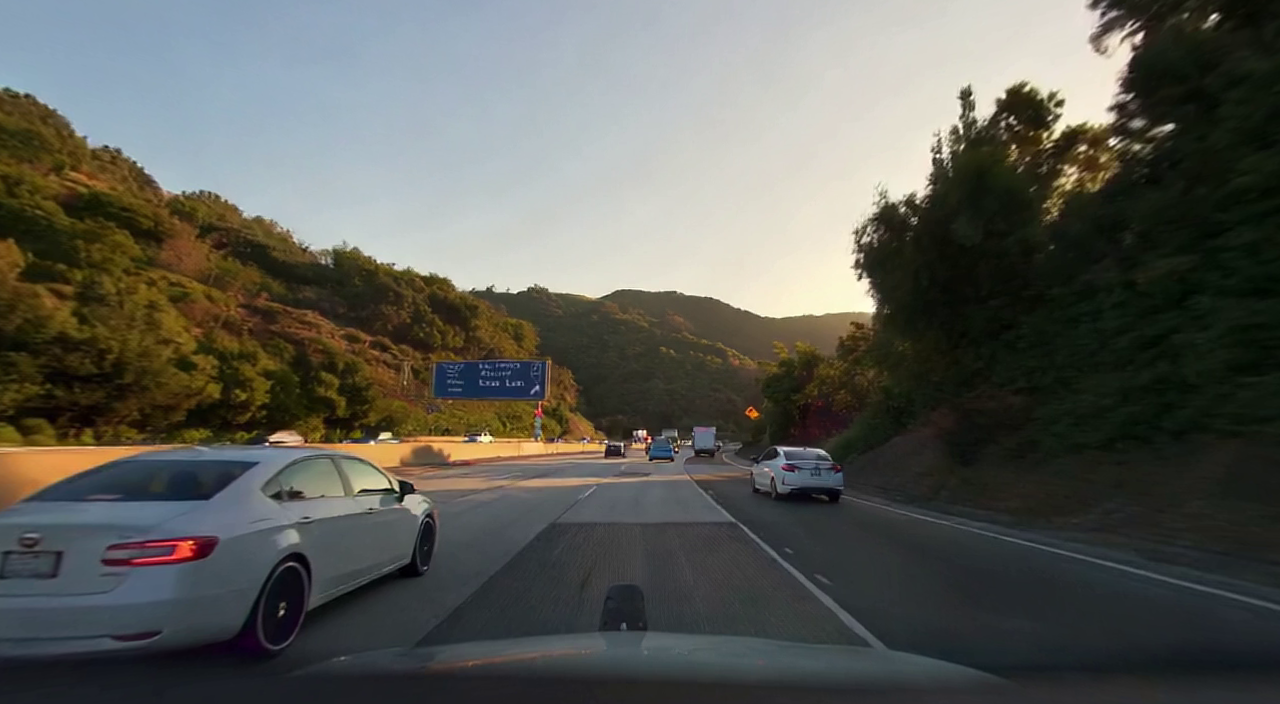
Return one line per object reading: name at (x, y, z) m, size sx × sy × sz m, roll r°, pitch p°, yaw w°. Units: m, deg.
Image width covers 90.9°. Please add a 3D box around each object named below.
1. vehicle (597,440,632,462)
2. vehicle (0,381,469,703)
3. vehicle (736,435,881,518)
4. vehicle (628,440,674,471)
vehicle at (-1.726, 6.987, 44.581) m, size 2.010 × 1.482 × 4.230 m, roll -1°, pitch -8°, yaw 4°
vehicle at (-2.833, 1.161, 4.028) m, size 2.031 × 1.491 × 4.792 m, roll 0°, pitch -8°, yaw 1°
vehicle at (3.433, 2.609, 13.798) m, size 2.013 × 1.464 × 4.317 m, roll 1°, pitch -8°, yaw 1°
vehicle at (0.610, 5.298, 32.398) m, size 2.202 × 1.467 × 3.929 m, roll -1°, pitch -8°, yaw 2°
